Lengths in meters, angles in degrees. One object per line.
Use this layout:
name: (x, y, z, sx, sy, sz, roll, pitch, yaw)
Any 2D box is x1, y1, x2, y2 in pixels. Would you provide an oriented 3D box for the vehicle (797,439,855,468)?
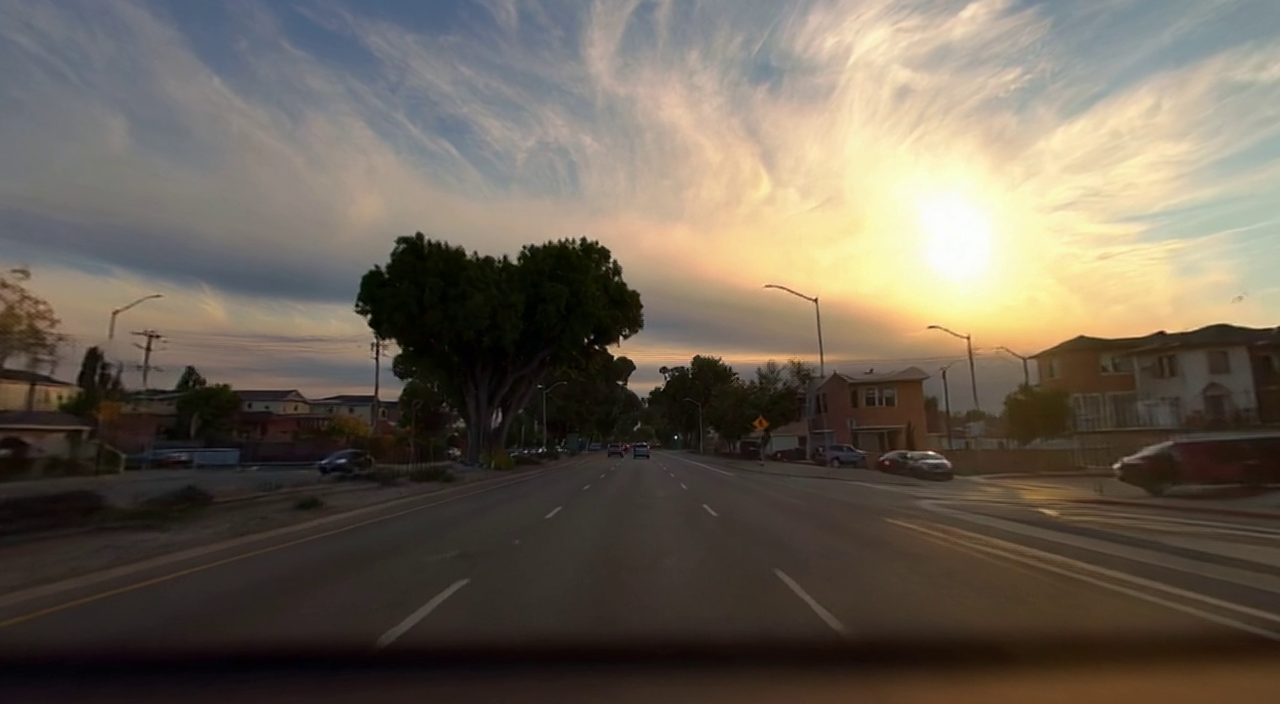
vehicle: (13.258, 7.271, 45.427, 2.047, 1.950, 5.112, 1, -9, -8)

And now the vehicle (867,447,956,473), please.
vehicle: (16.069, 6.363, 37.610, 1.826, 1.420, 4.533, 5, -10, -32)

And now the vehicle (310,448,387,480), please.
vehicle: (-14.797, 5.681, 32.309, 1.929, 1.506, 4.125, 0, -8, 0)
